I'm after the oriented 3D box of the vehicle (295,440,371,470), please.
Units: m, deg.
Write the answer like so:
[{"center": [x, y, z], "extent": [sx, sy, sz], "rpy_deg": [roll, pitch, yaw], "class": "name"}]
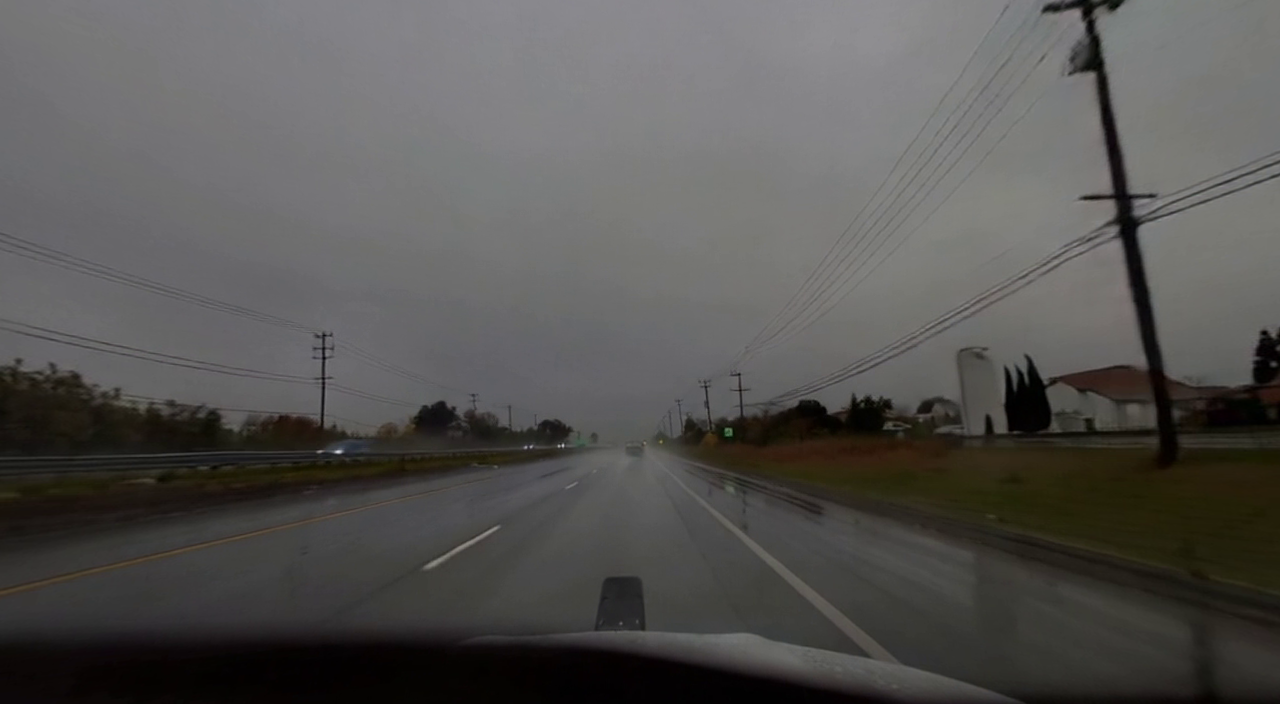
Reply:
[{"center": [-21.263, 7.181, 43.996], "extent": [2.260, 1.934, 5.875], "rpy_deg": [0, -9, 1], "class": "vehicle"}]
